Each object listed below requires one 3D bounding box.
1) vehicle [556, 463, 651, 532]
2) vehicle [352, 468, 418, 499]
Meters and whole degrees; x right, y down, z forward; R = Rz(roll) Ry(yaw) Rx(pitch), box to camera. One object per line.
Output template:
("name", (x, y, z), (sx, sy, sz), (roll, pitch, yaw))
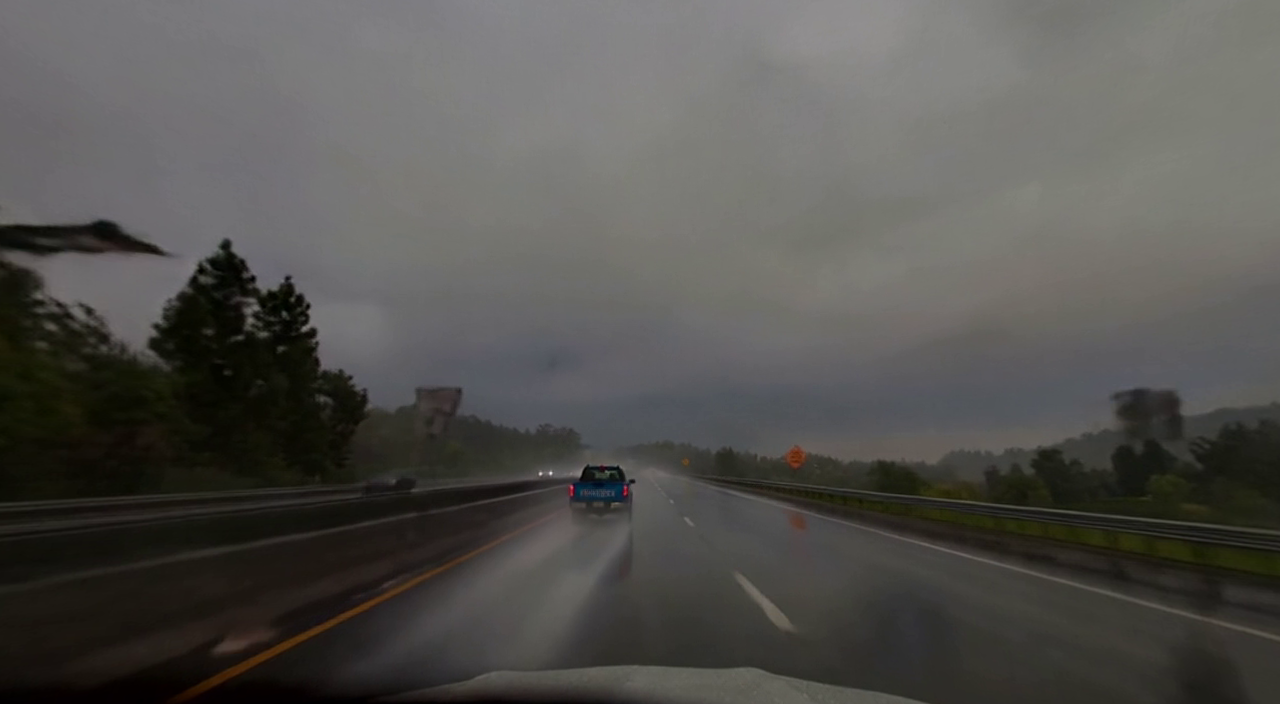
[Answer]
("vehicle", (-0.834, 3.767, 16.887), (2.135, 1.506, 5.041), (1, -10, 0))
("vehicle", (-13.758, 7.095, 34.296), (1.907, 1.511, 4.104), (-2, -10, 0))
